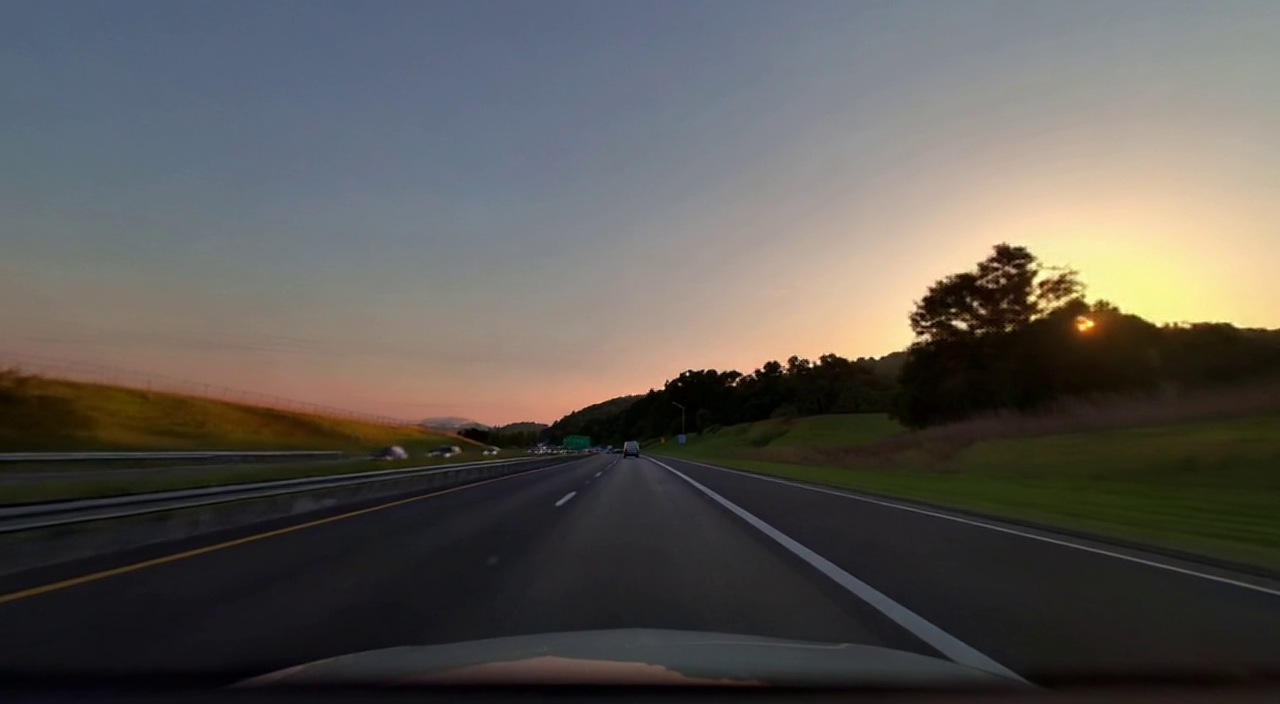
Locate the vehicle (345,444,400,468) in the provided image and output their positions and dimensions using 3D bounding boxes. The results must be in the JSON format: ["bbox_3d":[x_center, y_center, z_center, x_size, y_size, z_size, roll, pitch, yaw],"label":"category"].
[{"bbox_3d":[-16.825,6.568,39.851,1.747,1.441,3.901,0,-9,0],"label":"vehicle"}]
